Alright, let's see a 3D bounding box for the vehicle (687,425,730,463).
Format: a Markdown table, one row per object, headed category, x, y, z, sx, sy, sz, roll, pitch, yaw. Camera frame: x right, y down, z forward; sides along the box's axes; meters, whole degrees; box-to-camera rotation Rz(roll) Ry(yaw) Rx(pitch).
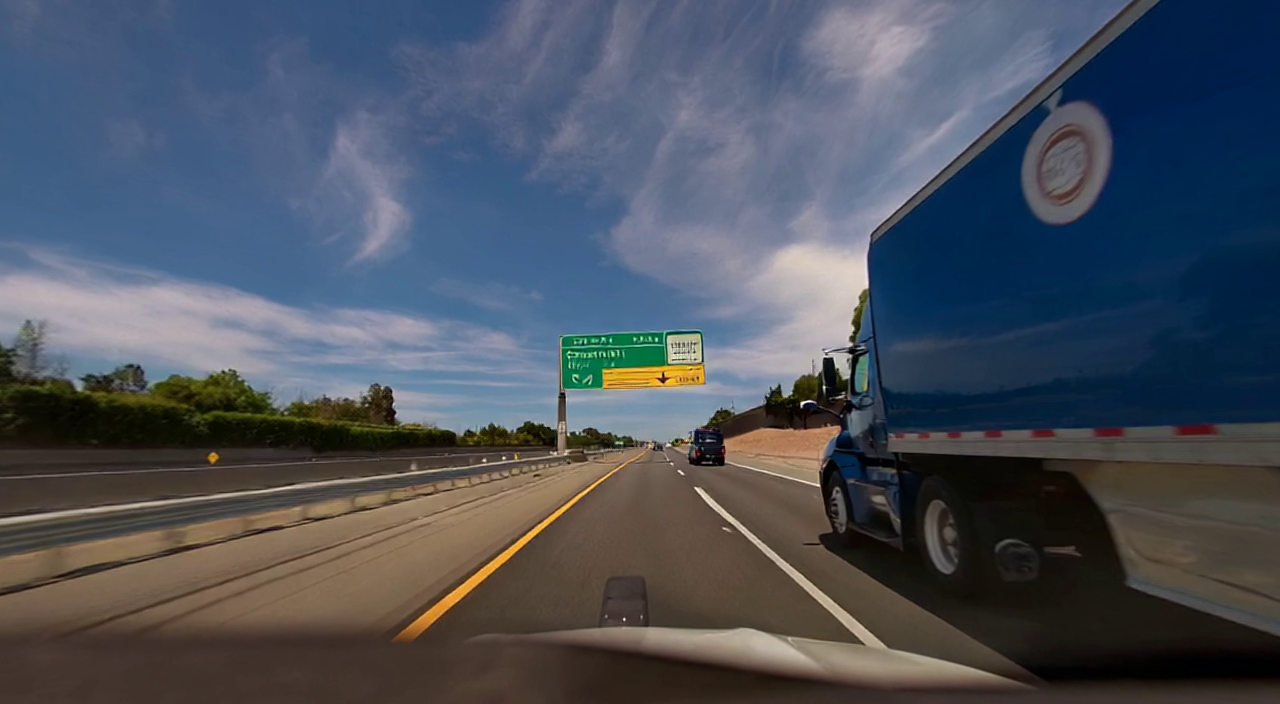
| category | x | y | z | sx | sy | sz | roll | pitch | yaw |
| --- | --- | --- | --- | --- | --- | --- | --- | --- | --- |
| vehicle | 4.805 | 6.556 | 45.041 | 2.430 | 2.495 | 6.062 | -1 | -8 | 1 |
